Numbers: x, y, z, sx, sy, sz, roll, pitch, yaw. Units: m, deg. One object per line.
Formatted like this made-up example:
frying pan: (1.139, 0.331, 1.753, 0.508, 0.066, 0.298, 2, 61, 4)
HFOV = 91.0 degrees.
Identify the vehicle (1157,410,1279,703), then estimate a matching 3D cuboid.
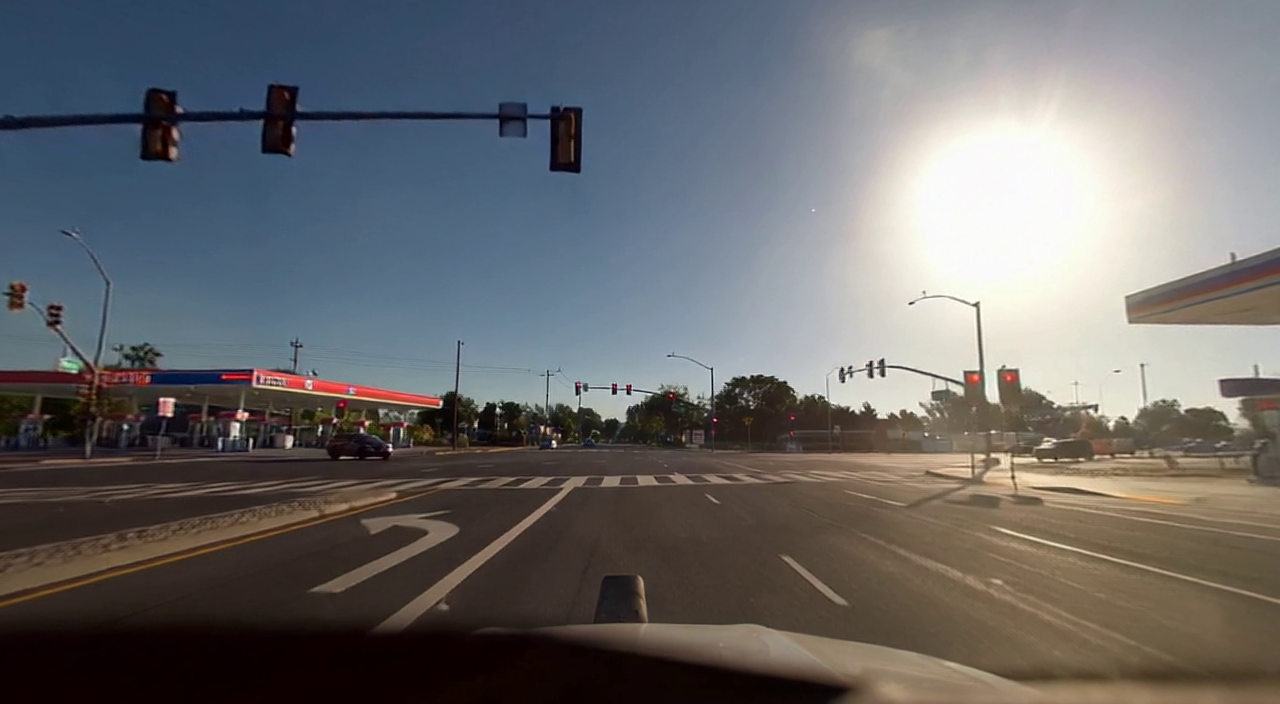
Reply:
vehicle: (3.180, 0.652, 0.330, 2.023, 1.437, 4.477, 0, -9, 0)
